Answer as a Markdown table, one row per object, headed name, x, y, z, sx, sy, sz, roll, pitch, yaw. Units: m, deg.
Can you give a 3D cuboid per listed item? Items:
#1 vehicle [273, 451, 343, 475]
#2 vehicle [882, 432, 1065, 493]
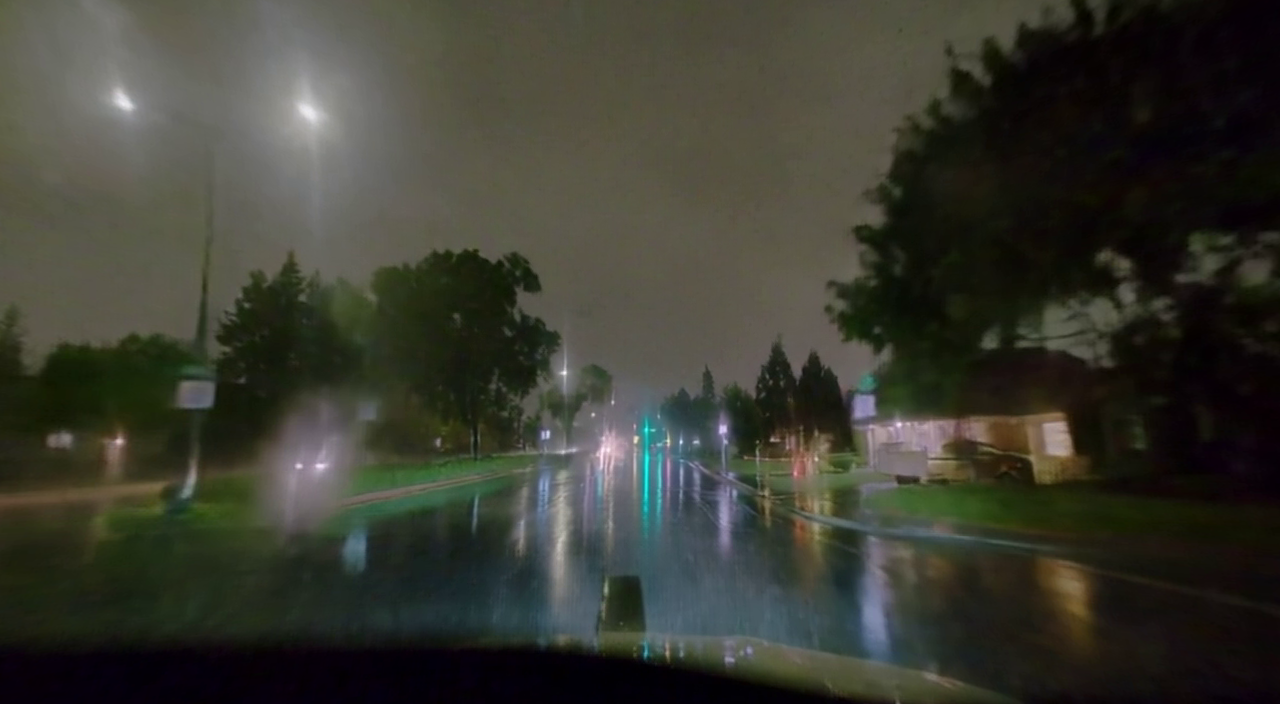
| name | x | y | z | sx | sy | sz | roll | pitch | yaw |
| --- | --- | --- | --- | --- | --- | --- | --- | --- | --- |
| vehicle | -21.915 | 7.326 | 41.947 | 1.989 | 1.477 | 4.760 | 0 | -8 | 2 |
| vehicle | 10.284 | 3.411 | 19.877 | 2.199 | 1.661 | 4.495 | 5 | -10 | -30 |
